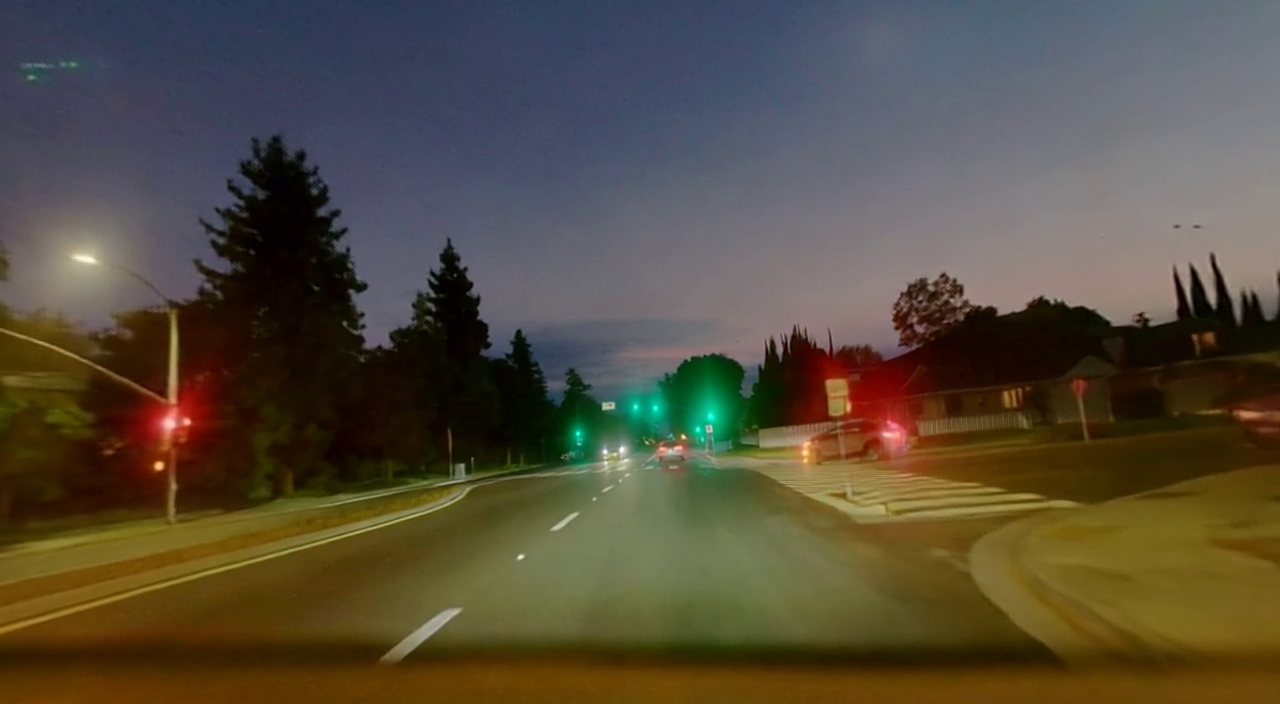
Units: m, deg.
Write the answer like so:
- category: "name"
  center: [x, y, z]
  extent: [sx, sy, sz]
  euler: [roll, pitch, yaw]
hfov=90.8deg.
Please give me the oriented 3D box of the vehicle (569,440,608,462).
- category: "vehicle"
  center: [-3.652, 7.143, 45.616]
  extent: [2.078, 1.467, 4.376]
  euler: [-1, -8, 5]

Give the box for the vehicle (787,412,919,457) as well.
- category: "vehicle"
  center: [8.736, 3.466, 26.203]
  extent: [4.906, 1.729, 2.414]
  euler: [-3, -9, 18]
